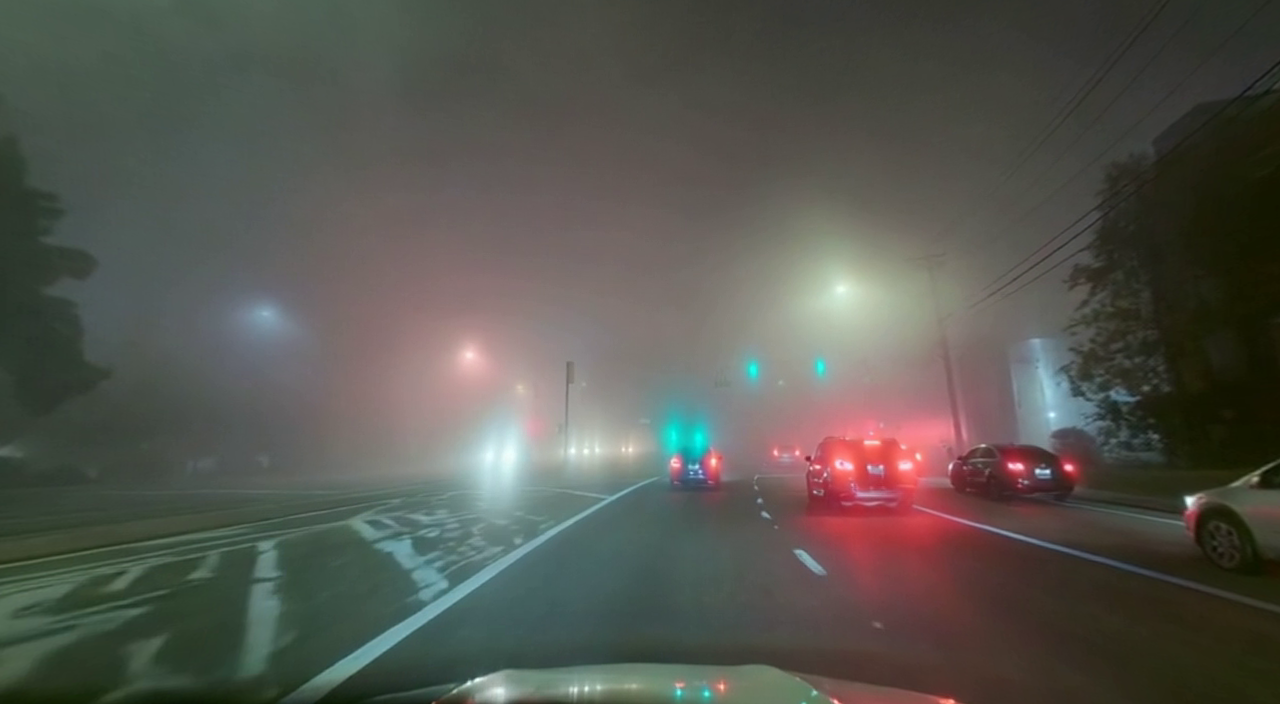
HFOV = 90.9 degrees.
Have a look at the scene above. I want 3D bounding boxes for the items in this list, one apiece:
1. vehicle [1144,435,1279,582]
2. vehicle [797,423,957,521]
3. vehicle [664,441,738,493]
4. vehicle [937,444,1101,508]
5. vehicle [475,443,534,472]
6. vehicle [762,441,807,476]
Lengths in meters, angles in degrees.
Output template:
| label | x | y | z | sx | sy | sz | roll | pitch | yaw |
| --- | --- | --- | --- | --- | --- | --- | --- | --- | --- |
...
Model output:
| label | x | y | z | sx | sy | sz | roll | pitch | yaw |
| --- | --- | --- | --- | --- | --- | --- | --- | --- | --- |
| vehicle | 7.363 | 1.492 | 5.783 | 1.866 | 1.471 | 4.478 | 0 | -9 | 2 |
| vehicle | 5.062 | 2.614 | 14.321 | 2.119 | 1.810 | 4.848 | -1 | -9 | 5 |
| vehicle | 2.126 | 3.753 | 20.974 | 2.168 | 1.527 | 4.174 | -2 | -9 | 9 |
| vehicle | 9.857 | 3.223 | 16.906 | 1.882 | 1.463 | 4.543 | -1 | -9 | 5 |
| vehicle | -8.674 | 6.805 | 40.840 | 2.057 | 1.705 | 4.754 | -2 | -9 | 10 |
| vehicle | 7.161 | 5.290 | 31.510 | 1.896 | 1.612 | 4.203 | -2 | -9 | 9 |
